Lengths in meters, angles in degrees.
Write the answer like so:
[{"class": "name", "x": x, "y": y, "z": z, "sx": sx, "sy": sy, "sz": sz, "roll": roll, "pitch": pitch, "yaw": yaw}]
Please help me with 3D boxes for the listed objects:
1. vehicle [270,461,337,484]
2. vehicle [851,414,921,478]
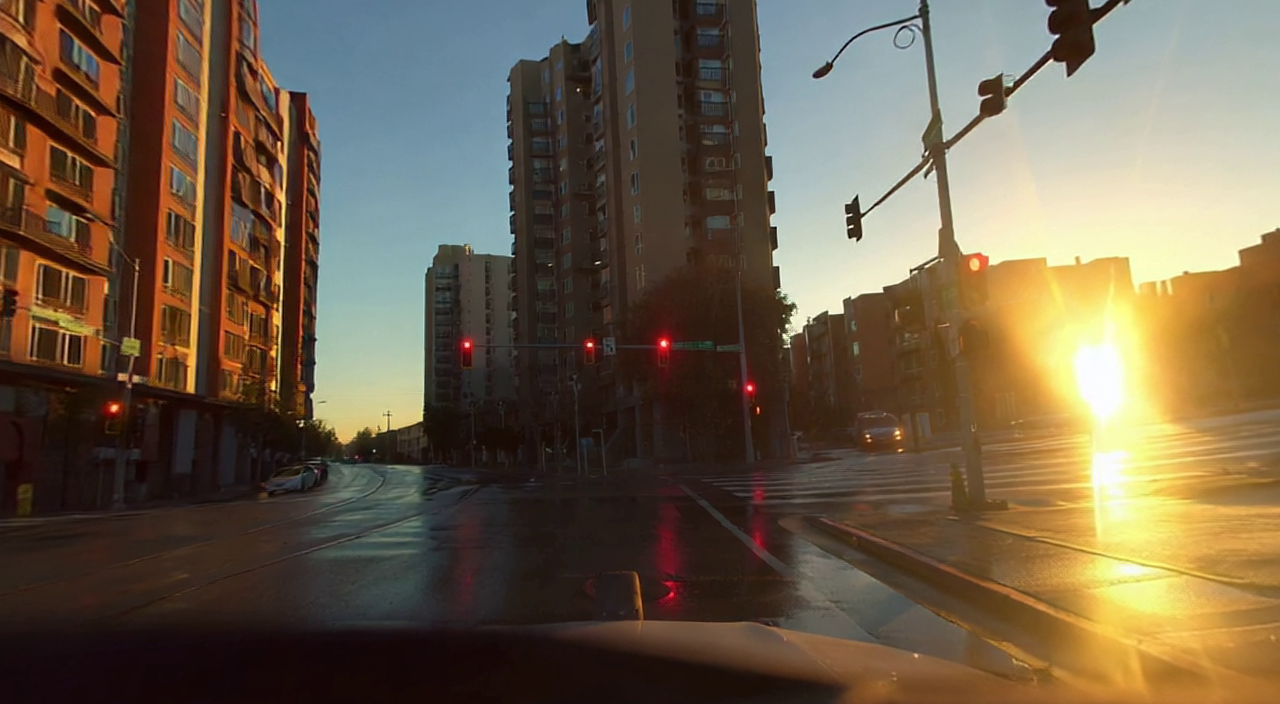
[{"class": "vehicle", "x": -24.683, "y": 8.854, "z": 46.277, "sx": 3.882, "sy": 1.600, "sz": 1.768, "roll": 0, "pitch": -9, "yaw": 2}, {"class": "vehicle", "x": 13.098, "y": 5.097, "z": 34.098, "sx": 2.948, "sy": 3.071, "sz": 7.295, "roll": -3, "pitch": -9, "yaw": 17}]
